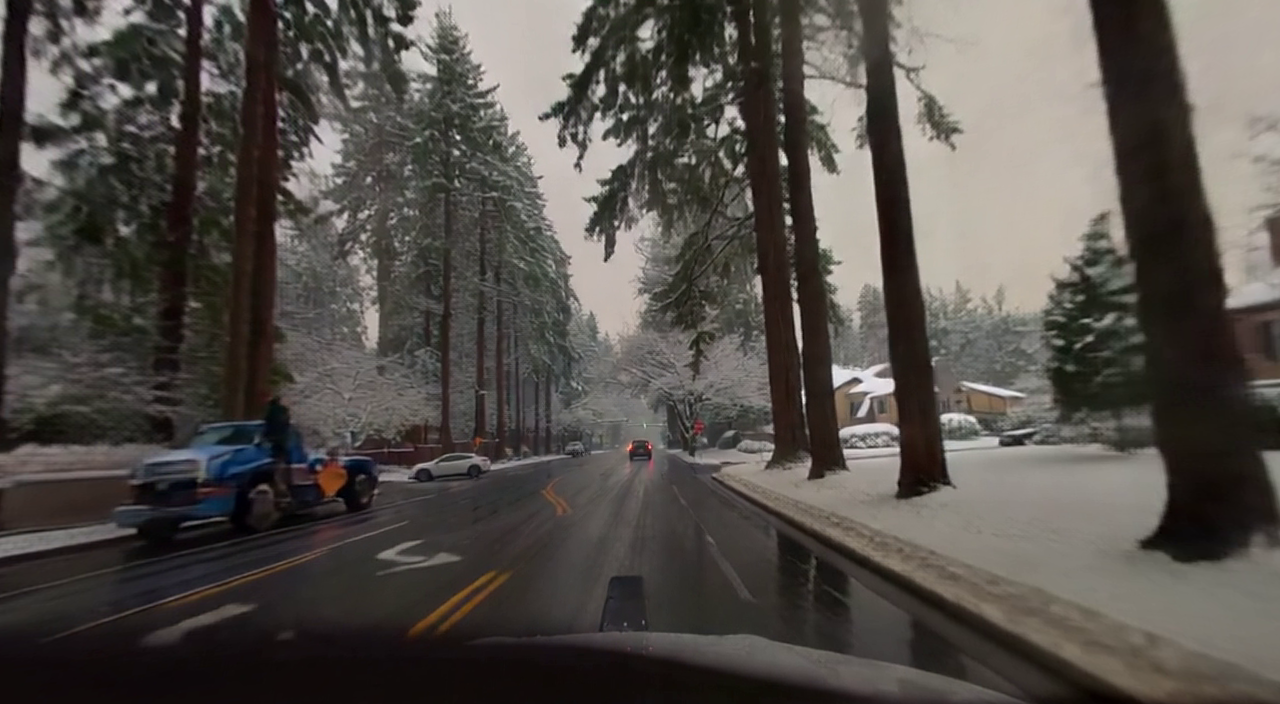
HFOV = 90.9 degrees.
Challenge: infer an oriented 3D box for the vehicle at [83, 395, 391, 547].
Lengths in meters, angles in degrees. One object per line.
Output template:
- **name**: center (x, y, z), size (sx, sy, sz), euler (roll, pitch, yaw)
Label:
- **vehicle**: center (-9.335, 2.857, 16.037), size (2.816, 2.723, 7.506), euler (-4, -8, 1)

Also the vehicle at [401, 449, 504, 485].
- **vehicle**: center (-9.363, 5.758, 31.782), size (4.594, 1.696, 1.971), euler (0, -8, -1)
